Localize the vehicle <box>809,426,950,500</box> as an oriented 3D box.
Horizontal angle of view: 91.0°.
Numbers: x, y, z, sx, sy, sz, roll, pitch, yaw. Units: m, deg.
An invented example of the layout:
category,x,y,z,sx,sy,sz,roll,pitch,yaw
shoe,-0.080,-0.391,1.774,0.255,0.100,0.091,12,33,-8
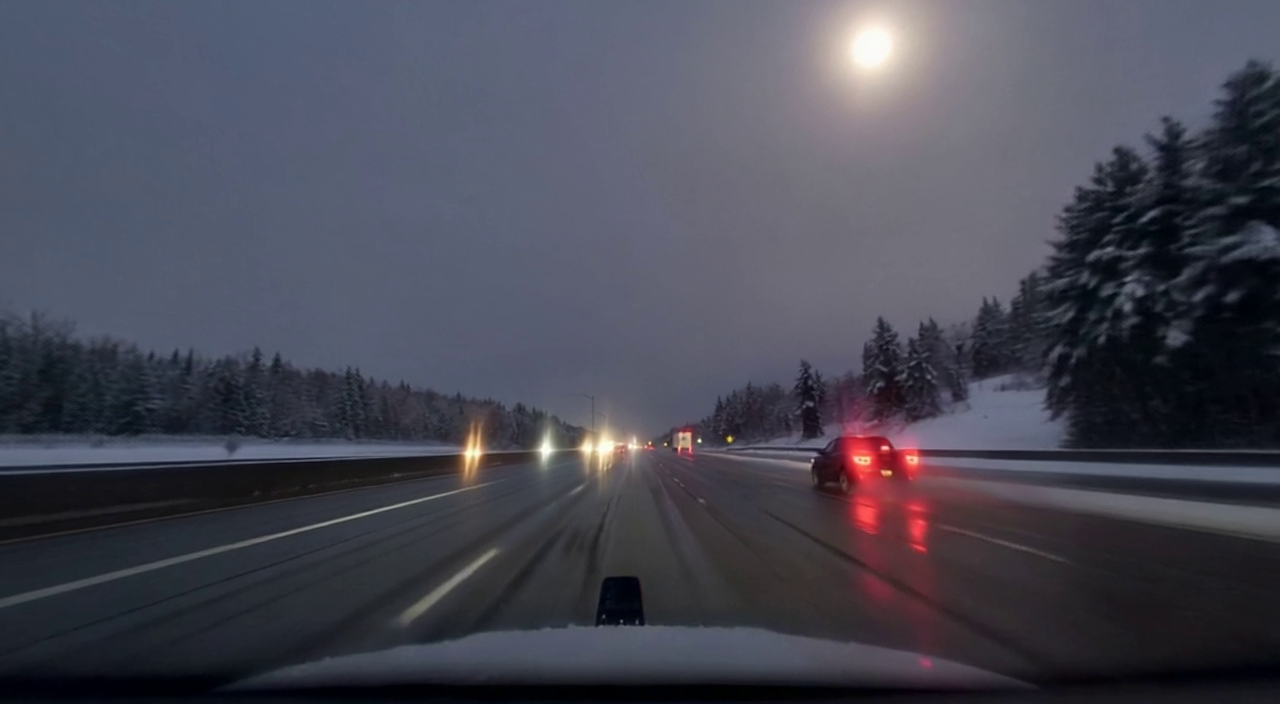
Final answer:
category,x,y,z,sx,sy,sz,roll,pitch,yaw
vehicle,6.456,3.050,17.679,2.096,1.767,4.601,0,-9,0
